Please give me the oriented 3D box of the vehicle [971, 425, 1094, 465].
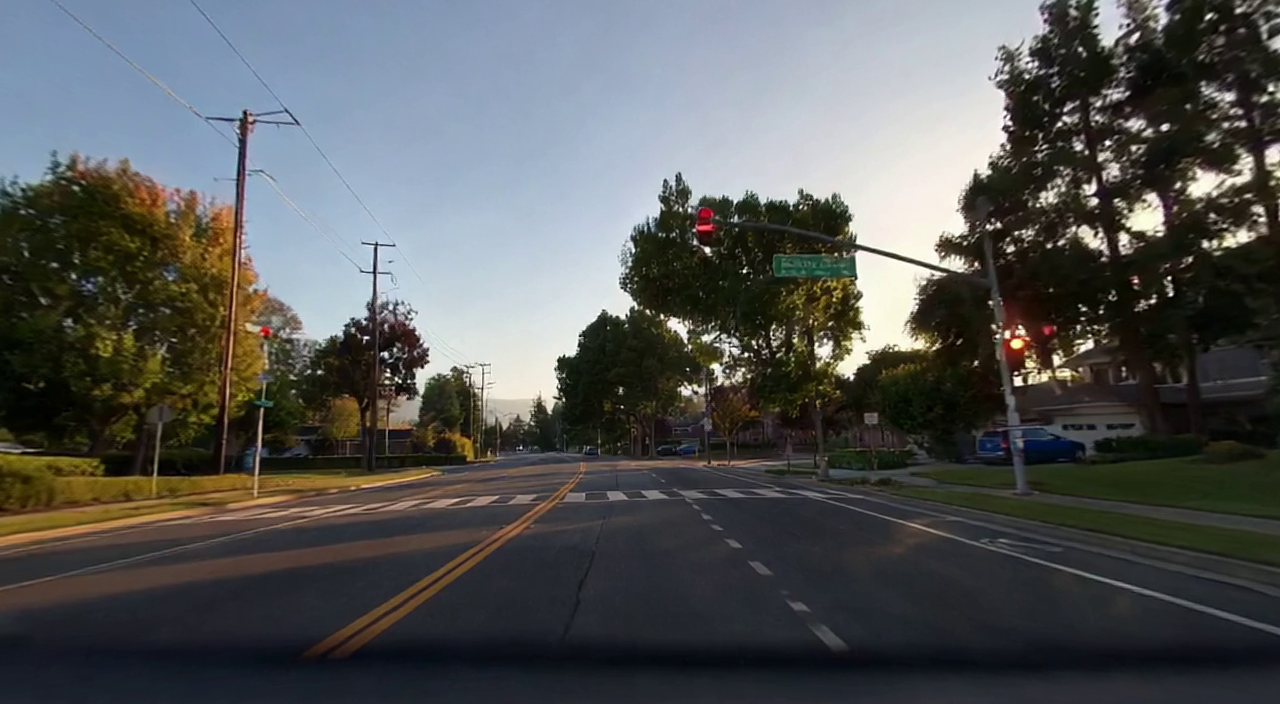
[{"bbox_3d":[18.304,4.358,29.557,4.631,1.757,2.026,2,-9,-10],"label":"vehicle"}]
